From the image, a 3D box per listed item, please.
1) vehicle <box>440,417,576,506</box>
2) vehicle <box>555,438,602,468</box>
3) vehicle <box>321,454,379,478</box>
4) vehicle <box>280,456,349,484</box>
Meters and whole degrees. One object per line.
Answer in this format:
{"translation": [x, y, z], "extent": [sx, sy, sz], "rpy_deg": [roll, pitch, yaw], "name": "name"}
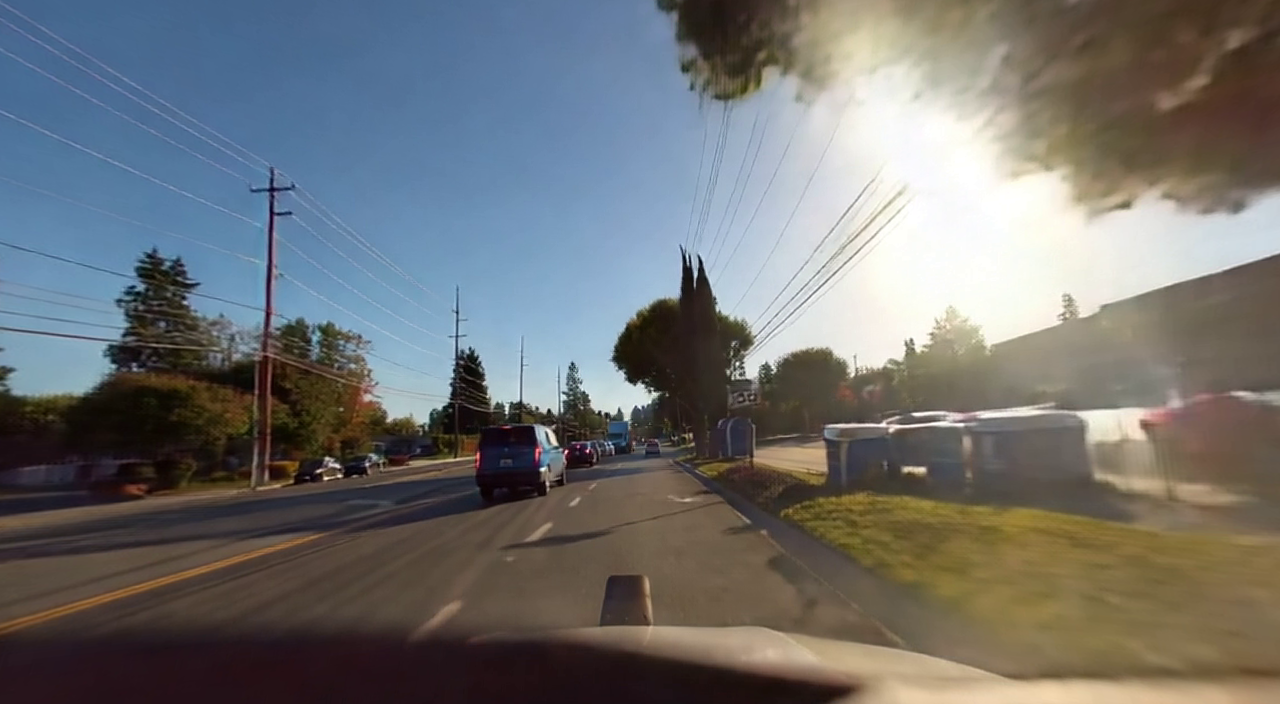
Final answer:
{"translation": [-2.996, 2.644, 15.664], "extent": [2.180, 1.818, 5.117], "rpy_deg": [0, -8, 1], "name": "vehicle"}
{"translation": [-3.145, 5.291, 33.108], "extent": [1.998, 1.466, 4.124], "rpy_deg": [0, -8, 1], "name": "vehicle"}
{"translation": [-20.282, 7.962, 44.348], "extent": [2.231, 1.478, 4.603], "rpy_deg": [1, -8, -5], "name": "vehicle"}
{"translation": [-19.744, 7.142, 38.493], "extent": [2.099, 1.449, 4.749], "rpy_deg": [1, -8, -6], "name": "vehicle"}
